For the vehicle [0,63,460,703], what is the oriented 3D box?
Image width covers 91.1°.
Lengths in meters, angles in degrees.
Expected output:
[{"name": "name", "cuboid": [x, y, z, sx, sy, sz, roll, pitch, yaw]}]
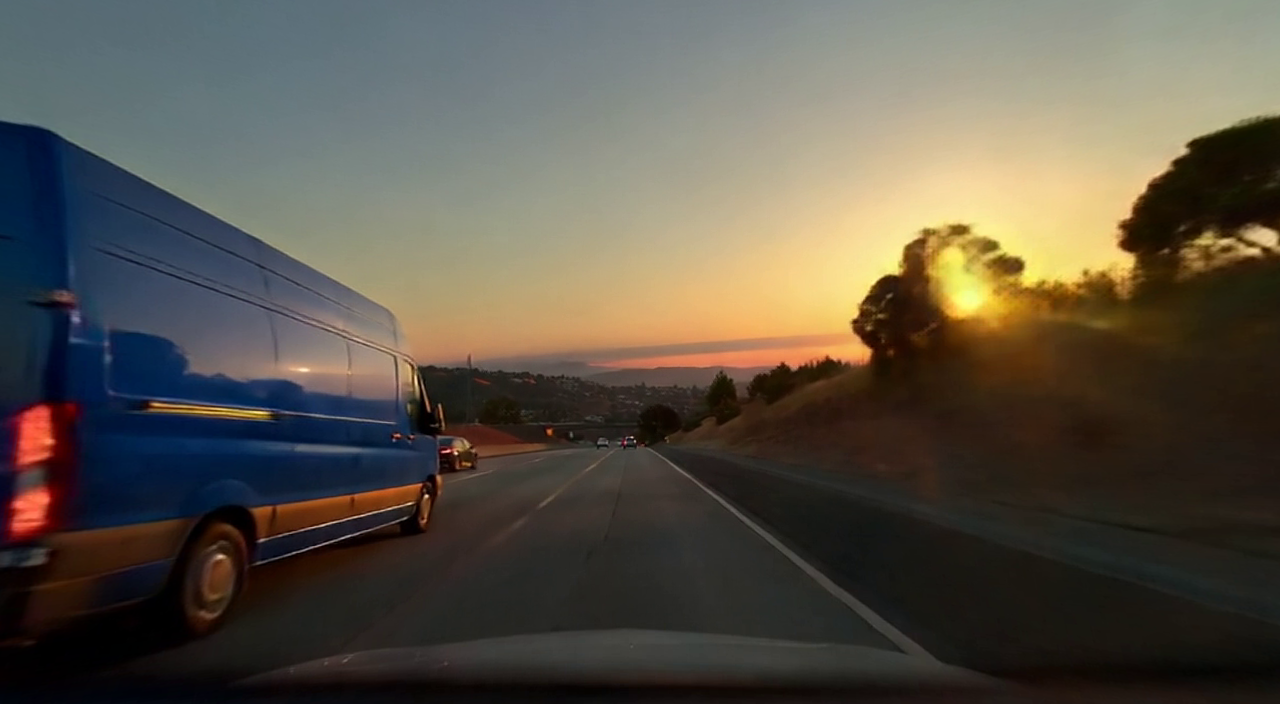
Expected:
[{"name": "vehicle", "cuboid": [-3.854, 0.644, 5.577, 2.428, 2.782, 7.330, 0, -8, -1]}]
